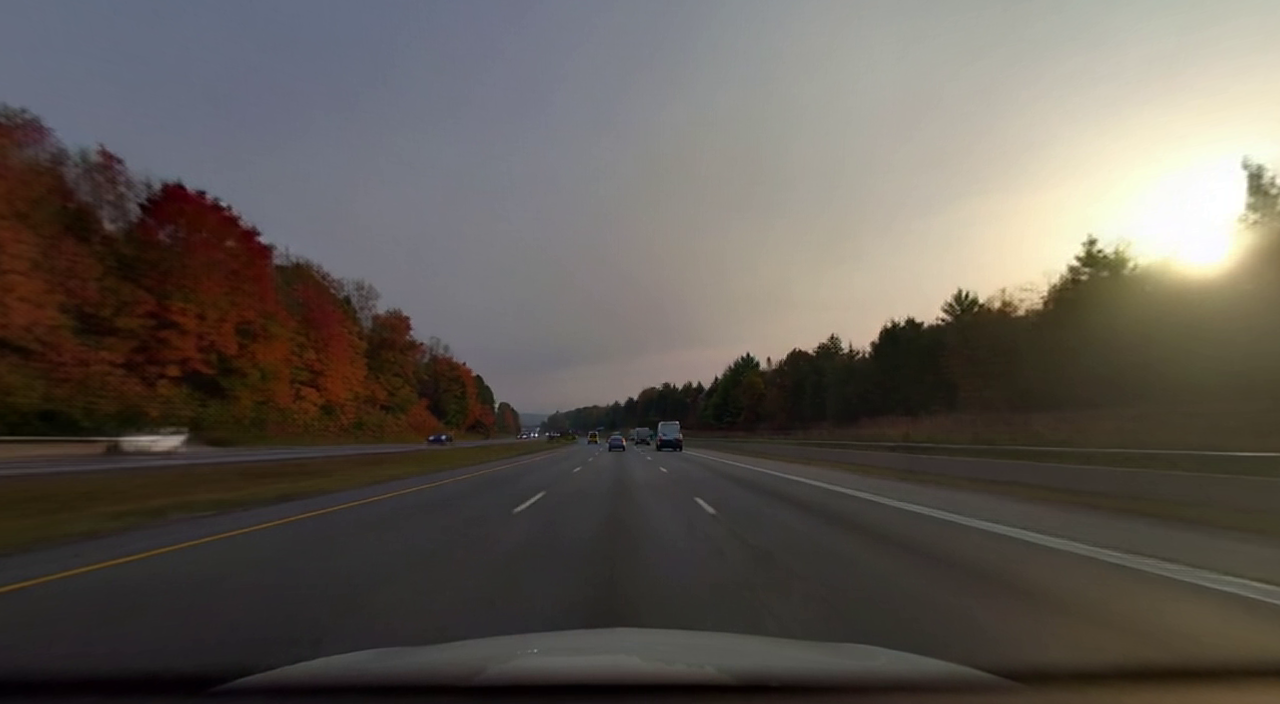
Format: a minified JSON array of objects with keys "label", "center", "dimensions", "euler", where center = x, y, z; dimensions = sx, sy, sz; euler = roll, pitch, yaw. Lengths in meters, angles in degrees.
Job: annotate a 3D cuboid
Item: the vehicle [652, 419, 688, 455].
[{"label":"vehicle","center":[2.224,6.647,48.967],"dimensions":[2.411,2.614,5.781],"euler":[0,-8,-1]}]
